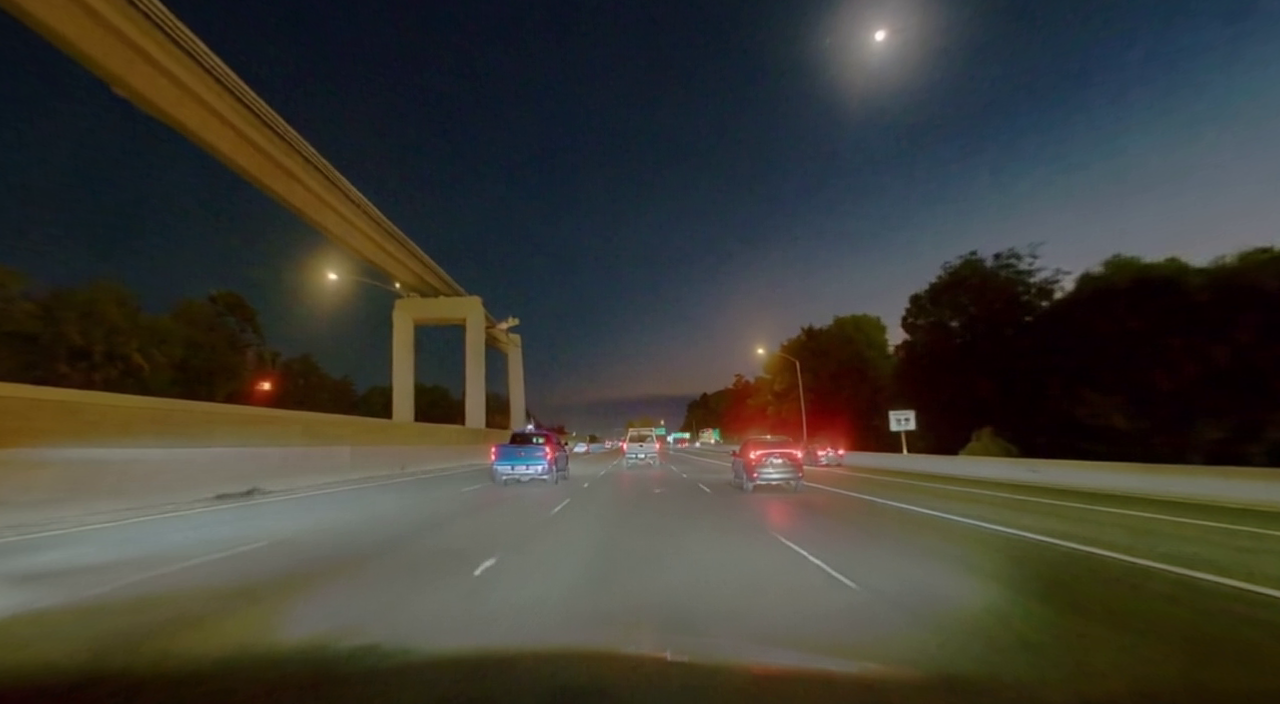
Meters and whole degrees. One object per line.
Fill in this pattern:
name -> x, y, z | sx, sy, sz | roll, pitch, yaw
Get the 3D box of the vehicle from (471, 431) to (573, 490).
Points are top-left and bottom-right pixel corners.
vehicle -> -3.756, 3.594, 21.245 | 2.535, 1.715, 5.030 | 0, -9, -1

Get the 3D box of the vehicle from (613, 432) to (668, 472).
vehicle -> 0.019, 5.198, 32.943 | 2.572, 1.837, 5.693 | 0, -9, 0

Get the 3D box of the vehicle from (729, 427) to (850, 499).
vehicle -> 3.776, 2.893, 16.749 | 2.119, 1.653, 4.000 | 0, -9, -1
